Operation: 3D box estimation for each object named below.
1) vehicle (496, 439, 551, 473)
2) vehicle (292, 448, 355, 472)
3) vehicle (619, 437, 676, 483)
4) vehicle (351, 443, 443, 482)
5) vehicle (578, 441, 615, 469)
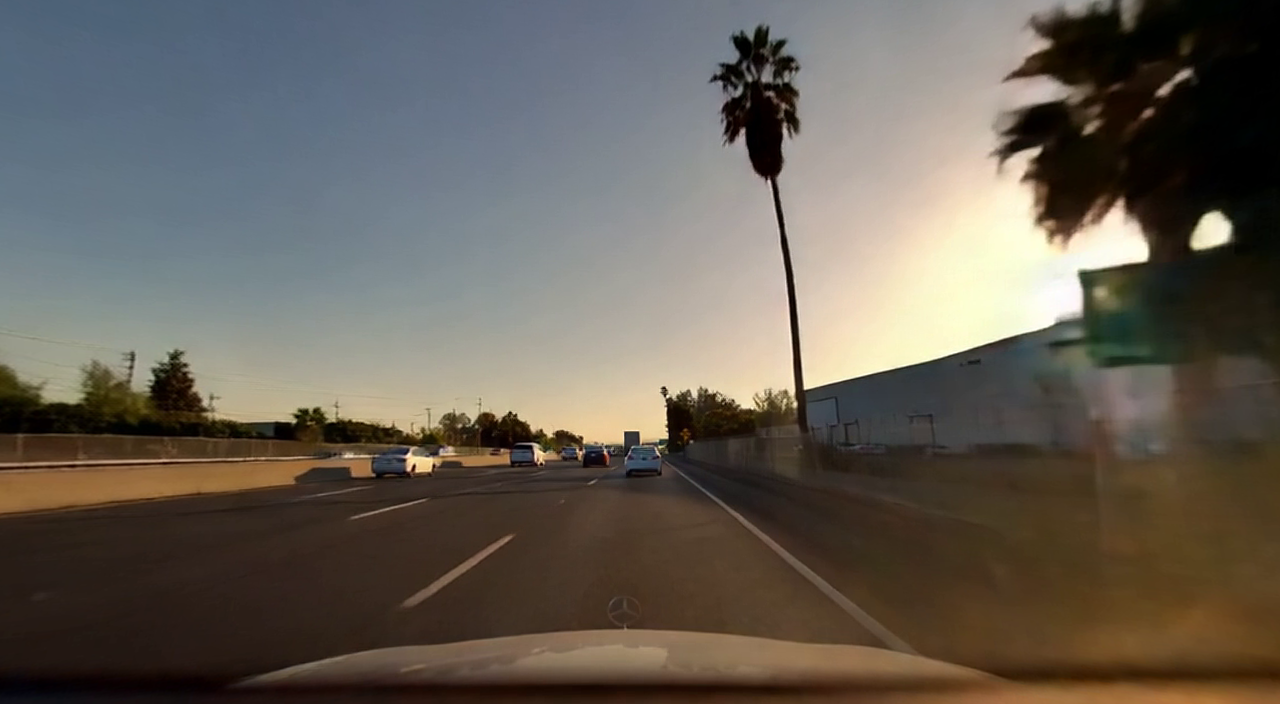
[{"bbox_3d":[-6.502,5.868,35.870,2.105,1.790,4.689,0,-8,2],"label":"vehicle"},{"bbox_3d":[-21.187,7.230,42.437,1.849,1.470,4.302,-1,-8,2],"label":"vehicle"},{"bbox_3d":[0.294,4.289,25.448,2.136,1.678,4.052,0,-8,1],"label":"vehicle"},{"bbox_3d":[-10.412,4.754,27.501,1.910,1.501,5.004,-1,-8,2],"label":"vehicle"},{"bbox_3d":[-2.974,7.106,43.878,2.108,1.832,4.549,-1,-8,2],"label":"vehicle"}]
